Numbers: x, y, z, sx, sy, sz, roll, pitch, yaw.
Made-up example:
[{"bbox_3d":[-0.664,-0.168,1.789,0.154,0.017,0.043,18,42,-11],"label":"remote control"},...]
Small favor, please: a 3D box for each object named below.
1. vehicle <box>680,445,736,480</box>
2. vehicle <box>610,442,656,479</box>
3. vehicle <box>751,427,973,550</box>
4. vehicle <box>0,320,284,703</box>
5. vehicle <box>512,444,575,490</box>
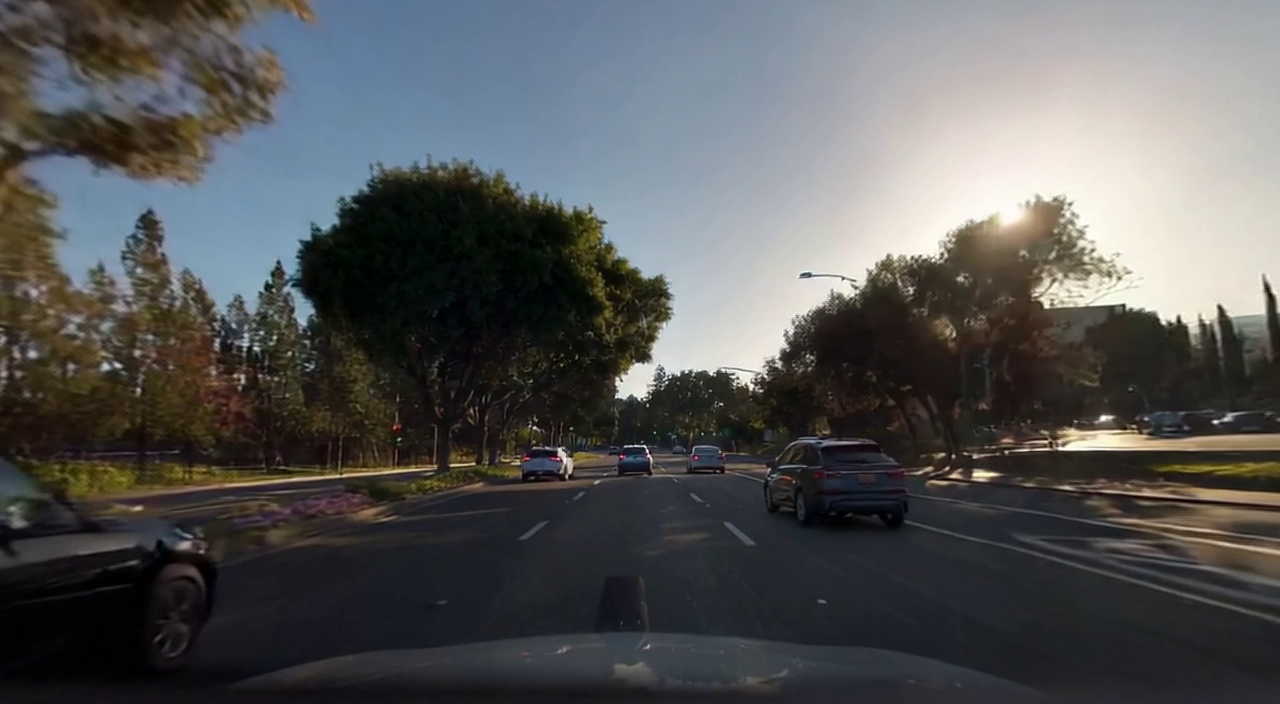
[{"bbox_3d":[3.178,5.249,30.288,2.068,1.541,4.041,0,-9,-2],"label":"vehicle"},{"bbox_3d":[-0.373,5.406,31.804,2.150,1.725,4.096,0,-9,-1],"label":"vehicle"},{"bbox_3d":[3.434,2.207,10.996,2.069,1.644,4.714,0,-9,-1],"label":"vehicle"},{"bbox_3d":[-3.735,0.728,1.965,2.352,1.846,4.953,0,-8,0],"label":"vehicle"},{"bbox_3d":[-3.651,4.377,24.489,1.823,1.602,4.061,0,-8,0],"label":"vehicle"}]
